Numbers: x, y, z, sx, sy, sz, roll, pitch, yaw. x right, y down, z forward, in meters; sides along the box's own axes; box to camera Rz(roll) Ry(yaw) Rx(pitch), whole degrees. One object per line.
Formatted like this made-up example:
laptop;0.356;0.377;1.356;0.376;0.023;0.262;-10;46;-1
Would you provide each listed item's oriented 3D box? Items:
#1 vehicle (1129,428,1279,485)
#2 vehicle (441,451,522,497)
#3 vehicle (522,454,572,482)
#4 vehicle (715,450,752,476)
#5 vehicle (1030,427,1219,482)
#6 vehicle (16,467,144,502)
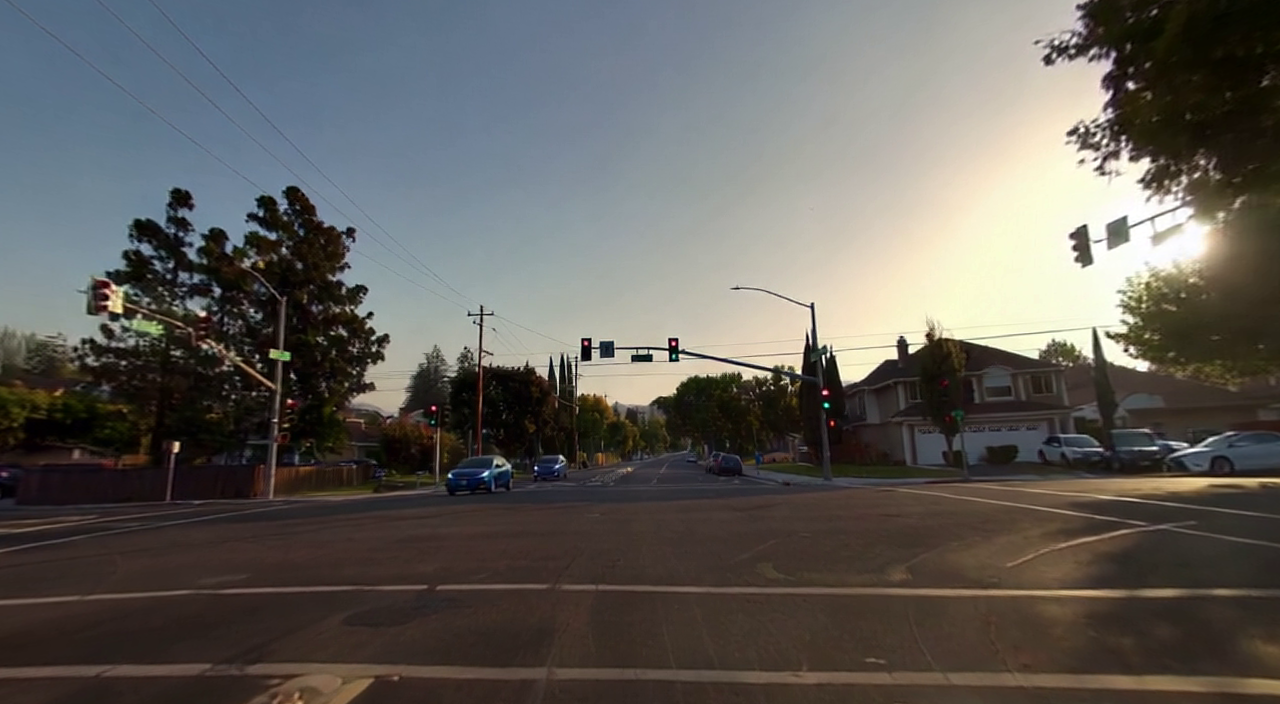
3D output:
vehicle;16.953;2.963;18.002;4.345;1.517;1.913;0;-9;2
vehicle;-6.350;4.896;25.843;1.982;1.686;4.195;-1;-9;3
vehicle;-5.912;7.426;40.753;2.270;1.605;4.958;-2;-9;3
vehicle;6.204;7.340;42.167;1.891;1.611;4.269;0;-9;1
vehicle;16.011;3.429;21.113;4.452;1.711;2.186;0;-9;1
vehicle;-30.107;7.108;34.235;2.106;1.586;5.009;-1;-9;4
